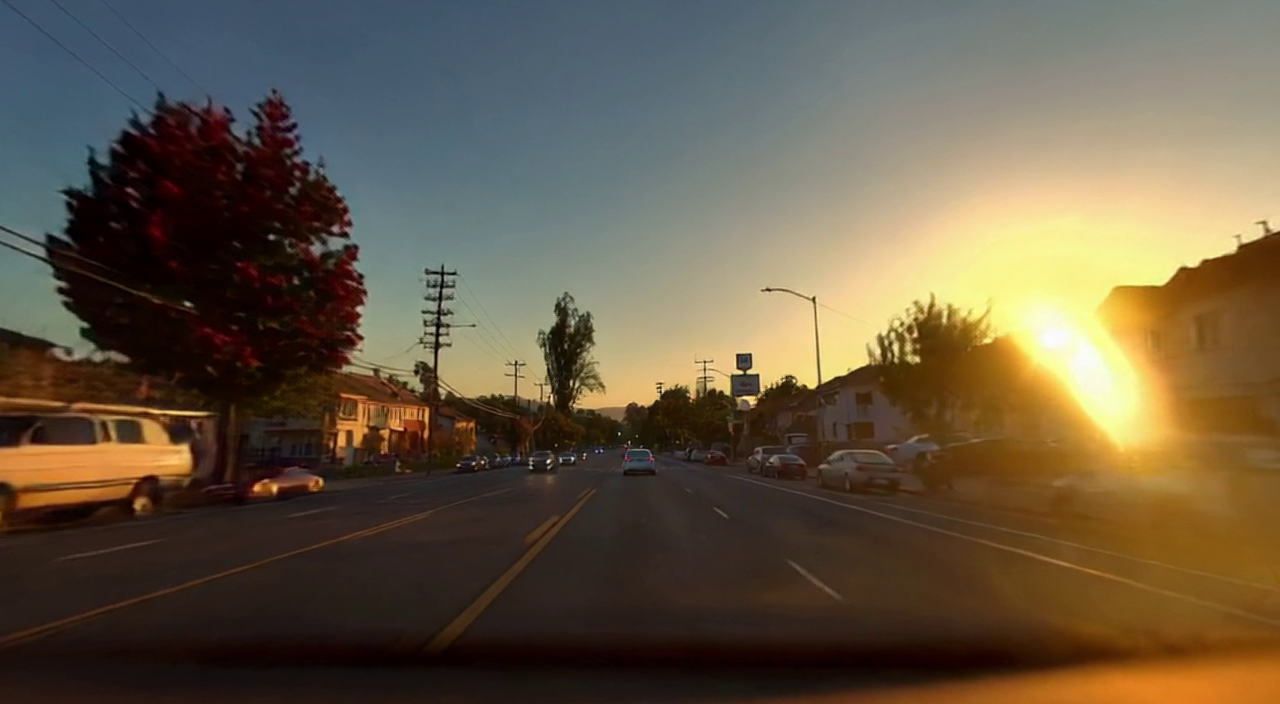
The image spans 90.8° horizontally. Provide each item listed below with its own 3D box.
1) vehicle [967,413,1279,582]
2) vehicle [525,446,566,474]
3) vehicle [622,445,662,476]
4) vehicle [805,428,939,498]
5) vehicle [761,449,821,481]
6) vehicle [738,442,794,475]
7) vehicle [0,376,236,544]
[{"bbox_3d":[7.909,2.074,10.118,2.188,1.897,5.794,0,-8,0],"label":"vehicle"},{"bbox_3d":[-6.231,7.139,42.046,2.096,1.702,4.244,0,-8,0],"label":"vehicle"},{"bbox_3d":[0.070,5.942,34.839,2.067,1.547,4.513,0,-8,-1],"label":"vehicle"},{"bbox_3d":[7.633,3.721,21.684,2.370,2.022,5.918,0,-8,0],"label":"vehicle"},{"bbox_3d":[7.719,5.796,32.680,1.833,1.475,4.648,0,-8,-2],"label":"vehicle"},{"bbox_3d":[7.640,6.508,38.950,2.188,1.903,5.324,0,-8,-2],"label":"vehicle"},{"bbox_3d":[-14.207,2.688,16.175,2.865,3.346,7.163,0,-8,0],"label":"vehicle"}]
